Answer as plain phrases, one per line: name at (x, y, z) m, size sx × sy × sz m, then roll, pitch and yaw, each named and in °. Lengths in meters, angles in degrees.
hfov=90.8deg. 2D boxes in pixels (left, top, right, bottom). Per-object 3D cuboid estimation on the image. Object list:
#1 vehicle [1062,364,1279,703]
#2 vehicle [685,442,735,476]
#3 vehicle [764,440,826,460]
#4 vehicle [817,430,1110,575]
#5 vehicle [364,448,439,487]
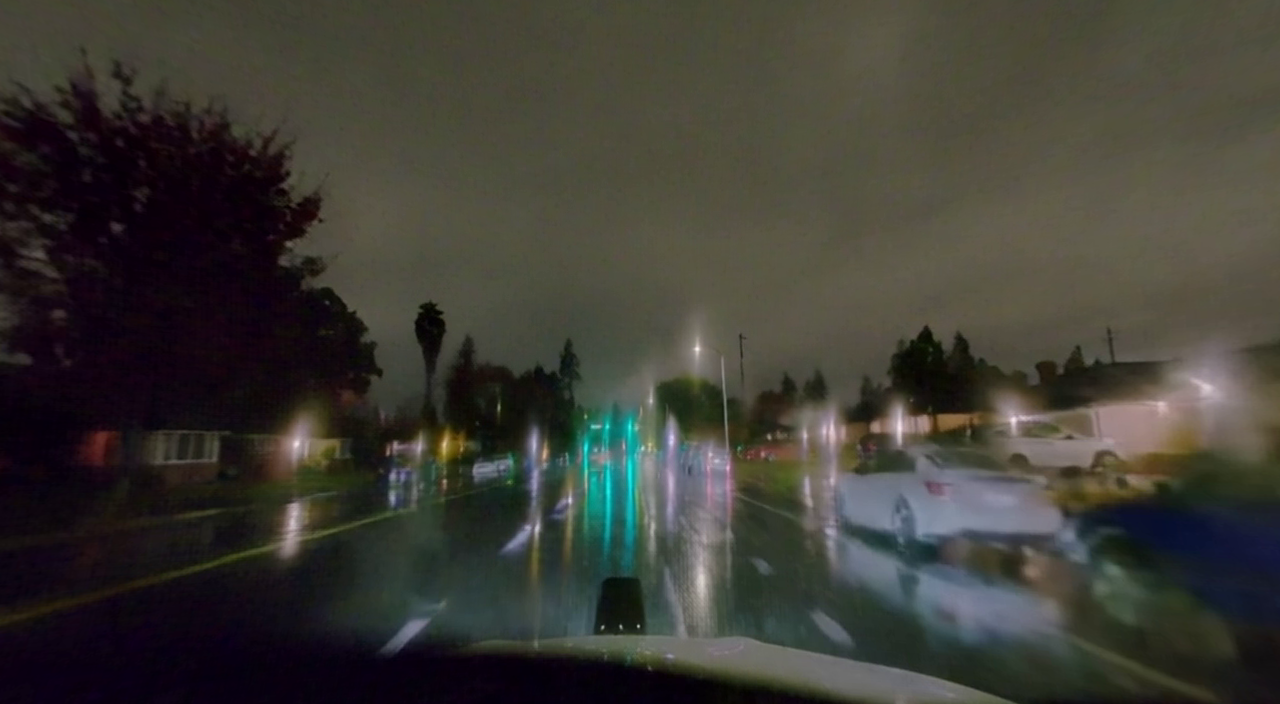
vehicle at (4.100, 0.810, 2.352) m, size 1.915 × 1.715 × 4.451 m, roll 0°, pitch -8°, yaw -1°
vehicle at (3.611, 5.615, 33.411) m, size 2.007 × 1.657 × 4.362 m, roll 0°, pitch -9°, yaw -2°
vehicle at (11.793, 7.474, 48.323) m, size 4.285 × 1.434 × 1.740 m, roll 0°, pitch -8°, yaw 0°
vehicle at (4.040, 1.921, 8.883) m, size 1.901 × 1.521 × 4.204 m, roll 0°, pitch -8°, yaw 0°
vehicle at (-11.362, 5.516, 30.495) m, size 2.091 × 1.717 × 4.392 m, roll 0°, pitch -8°, yaw -3°
